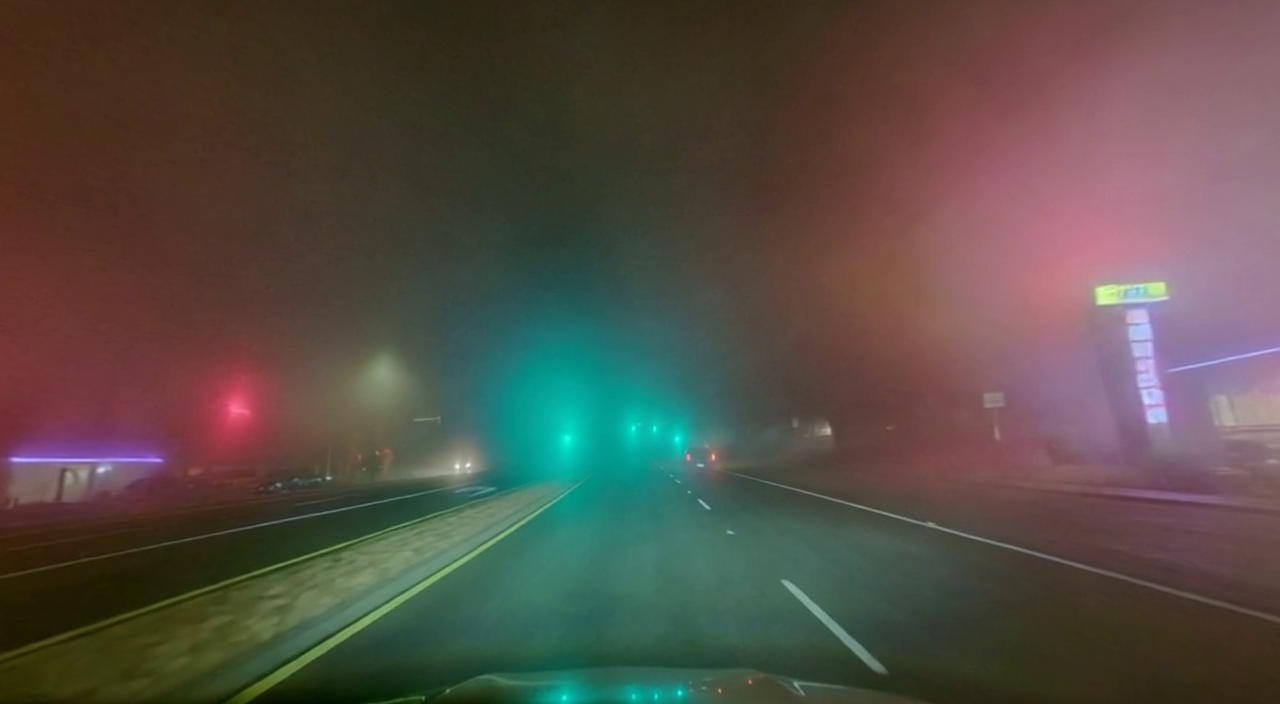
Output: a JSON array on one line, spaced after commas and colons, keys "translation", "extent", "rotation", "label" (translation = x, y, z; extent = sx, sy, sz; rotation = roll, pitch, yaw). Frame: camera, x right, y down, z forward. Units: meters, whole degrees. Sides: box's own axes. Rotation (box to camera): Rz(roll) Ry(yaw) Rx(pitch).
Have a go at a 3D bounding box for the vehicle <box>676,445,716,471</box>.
[{"translation": [3.247, 6.236, 37.382], "extent": [1.929, 1.411, 4.284], "rotation": [0, -8, -1], "label": "vehicle"}]
